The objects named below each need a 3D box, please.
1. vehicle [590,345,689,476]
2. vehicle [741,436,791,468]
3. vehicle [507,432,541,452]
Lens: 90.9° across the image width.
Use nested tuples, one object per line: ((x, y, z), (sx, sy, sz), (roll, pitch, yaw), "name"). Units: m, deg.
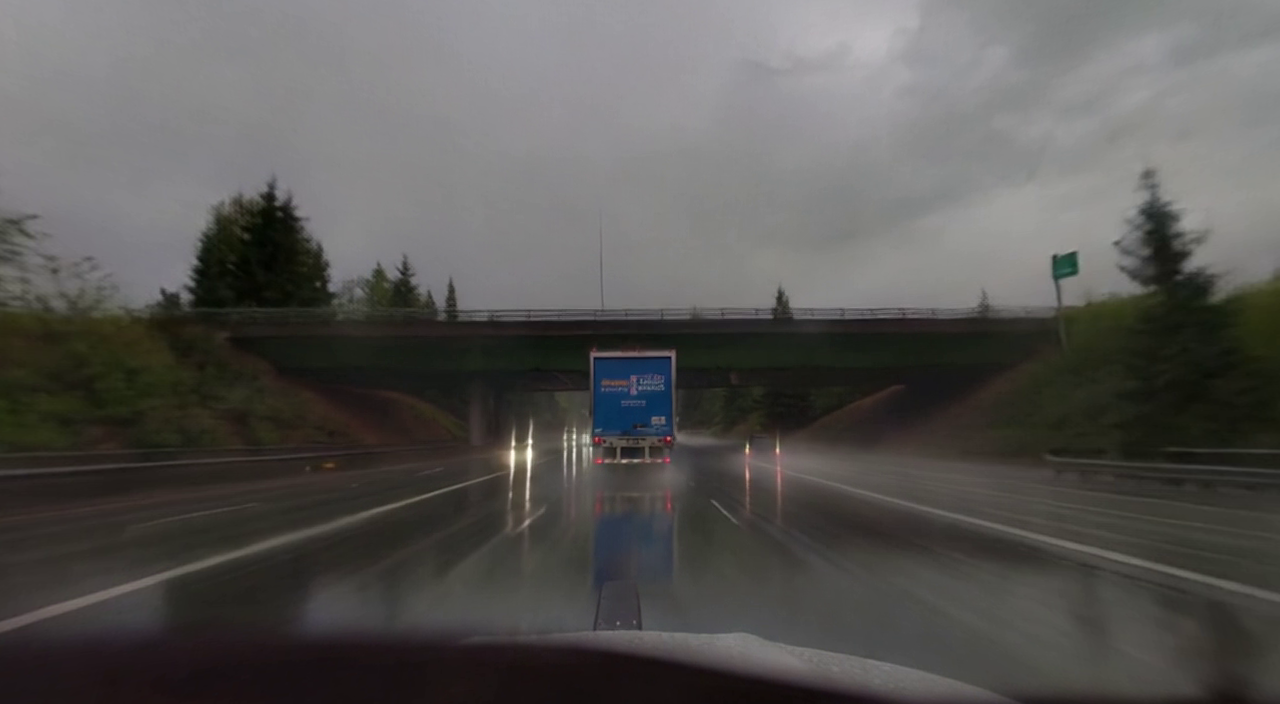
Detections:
((-0.247, 2.369, 23.667), (2.895, 3.861, 10.213), (0, -8, -3), "vehicle")
((7.447, 5.922, 37.599), (2.050, 1.637, 4.397), (3, -7, 0), "vehicle")
((-9.114, 7.069, 49.630), (1.955, 1.453, 3.855), (0, -8, 0), "vehicle")
